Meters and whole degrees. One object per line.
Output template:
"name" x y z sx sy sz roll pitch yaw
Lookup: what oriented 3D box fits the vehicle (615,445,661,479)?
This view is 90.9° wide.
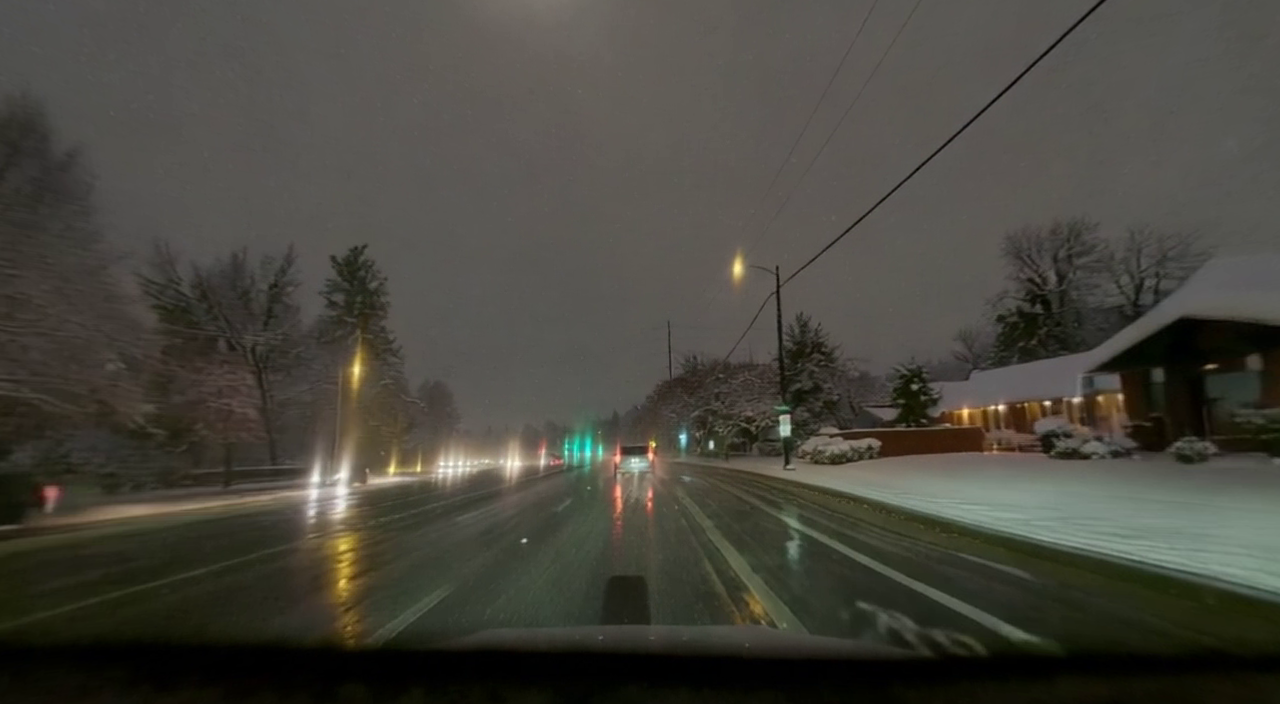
"vehicle" -0.062 5.079 29.375 2.009 1.456 4.003 0 -8 1

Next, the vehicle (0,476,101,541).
"vehicle" -17.111 4.156 16.779 1.824 1.471 4.117 0 -8 0
